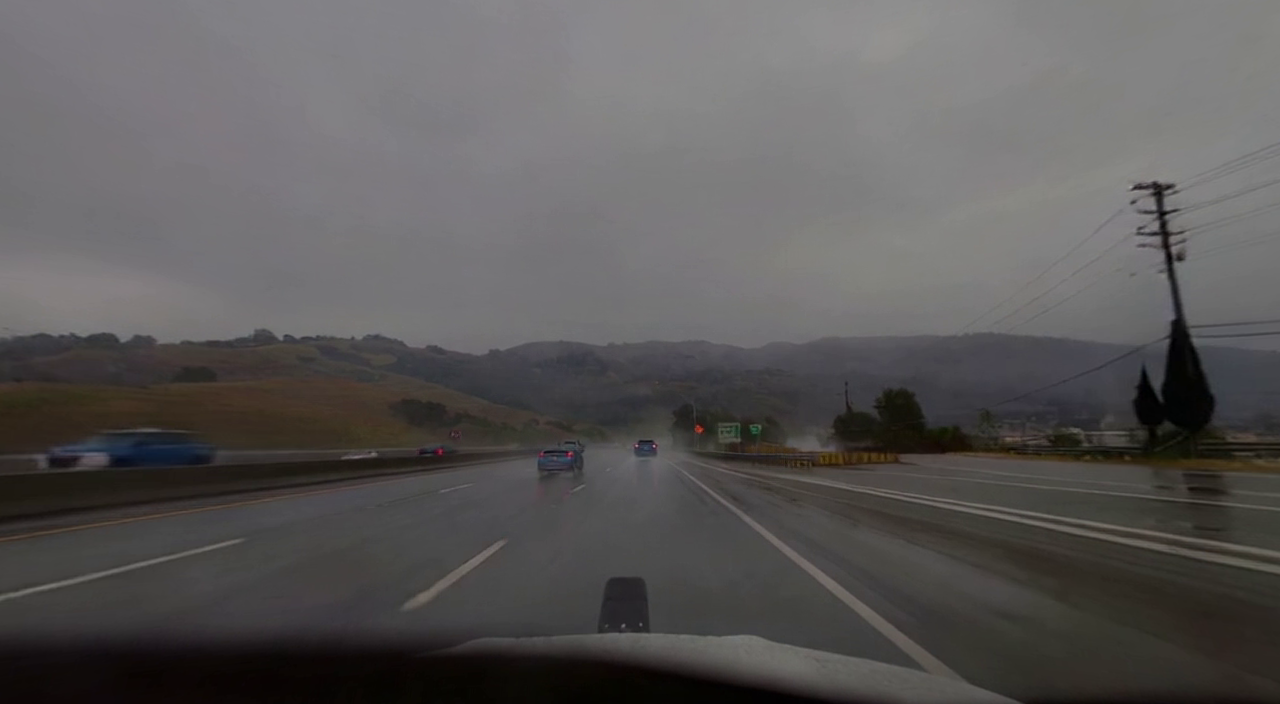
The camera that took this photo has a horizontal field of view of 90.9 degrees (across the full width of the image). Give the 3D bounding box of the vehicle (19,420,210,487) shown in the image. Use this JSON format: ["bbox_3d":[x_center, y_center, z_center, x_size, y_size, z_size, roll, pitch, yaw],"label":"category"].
[{"bbox_3d":[-28.119,5.502,34.563,3.066,3.140,8.513,0,-8,0],"label":"vehicle"}]

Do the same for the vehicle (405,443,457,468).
[{"bbox_3d":[-14.291,7.073,43.381,2.047,1.608,4.257,-1,-8,1],"label":"vehicle"}]

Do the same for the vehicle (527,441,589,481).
[{"bbox_3d":[-3.411,4.626,27.126,1.967,1.517,4.808,0,-8,1],"label":"vehicle"}]

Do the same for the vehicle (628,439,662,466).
[{"bbox_3d":[0.350,6.827,42.923,2.194,1.737,4.127,0,-8,0],"label":"vehicle"}]
